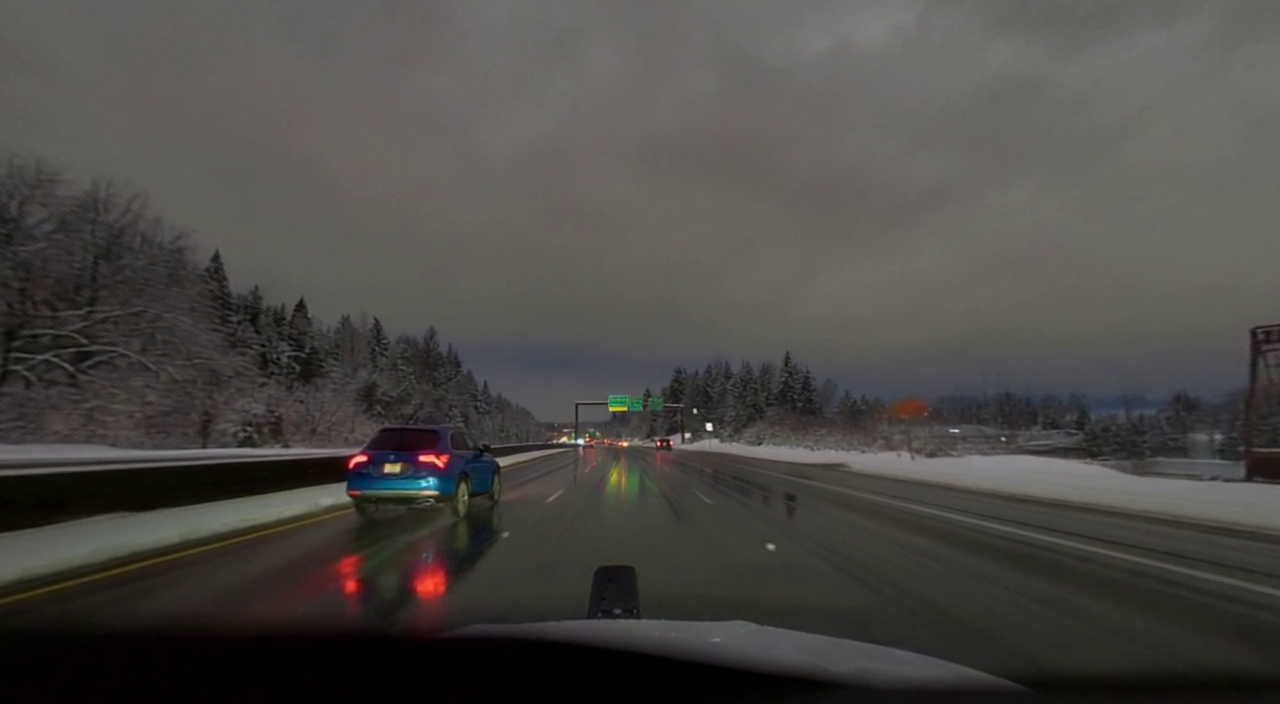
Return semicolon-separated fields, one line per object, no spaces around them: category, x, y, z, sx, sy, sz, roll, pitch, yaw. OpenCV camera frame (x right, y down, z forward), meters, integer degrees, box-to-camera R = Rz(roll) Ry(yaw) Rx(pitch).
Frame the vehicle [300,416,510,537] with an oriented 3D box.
vehicle;-3.738;2.052;10.994;2.074;1.652;4.273;0;-8;-1
